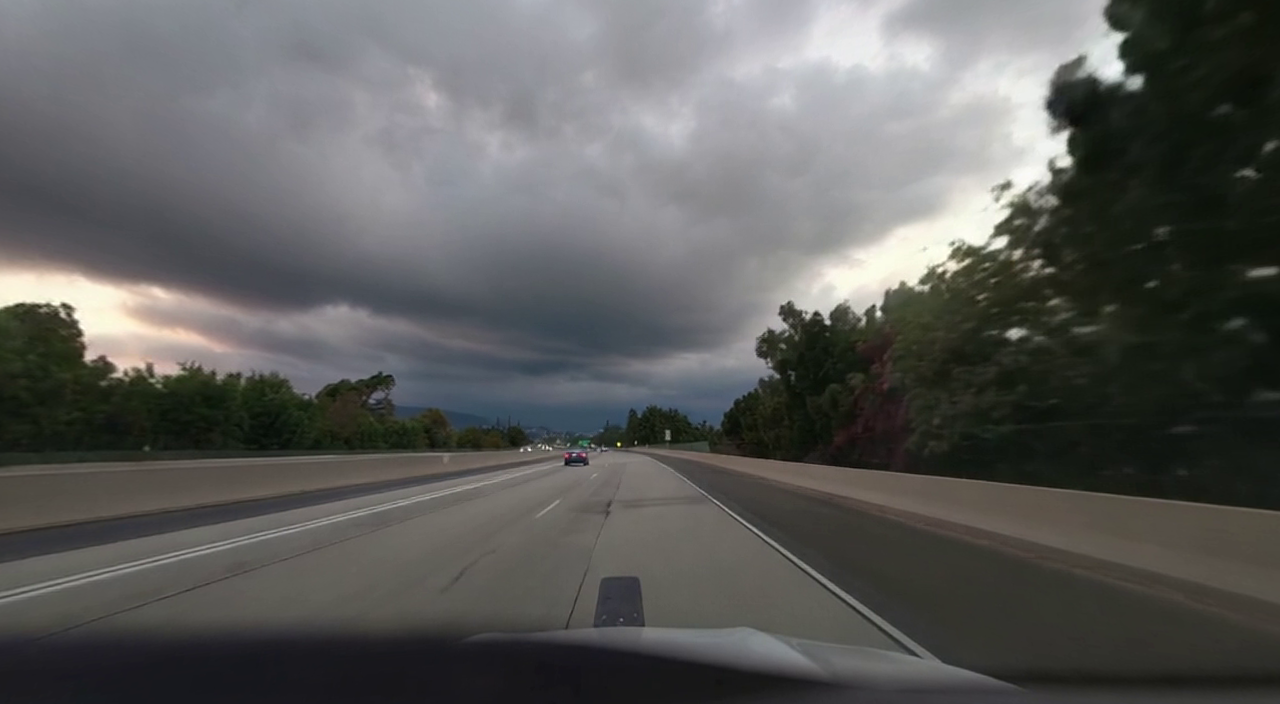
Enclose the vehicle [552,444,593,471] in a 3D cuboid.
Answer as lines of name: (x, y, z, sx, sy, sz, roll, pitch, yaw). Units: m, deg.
vehicle: (-4.114, 6.584, 39.396, 2.083, 1.560, 4.713, 0, -9, -1)
